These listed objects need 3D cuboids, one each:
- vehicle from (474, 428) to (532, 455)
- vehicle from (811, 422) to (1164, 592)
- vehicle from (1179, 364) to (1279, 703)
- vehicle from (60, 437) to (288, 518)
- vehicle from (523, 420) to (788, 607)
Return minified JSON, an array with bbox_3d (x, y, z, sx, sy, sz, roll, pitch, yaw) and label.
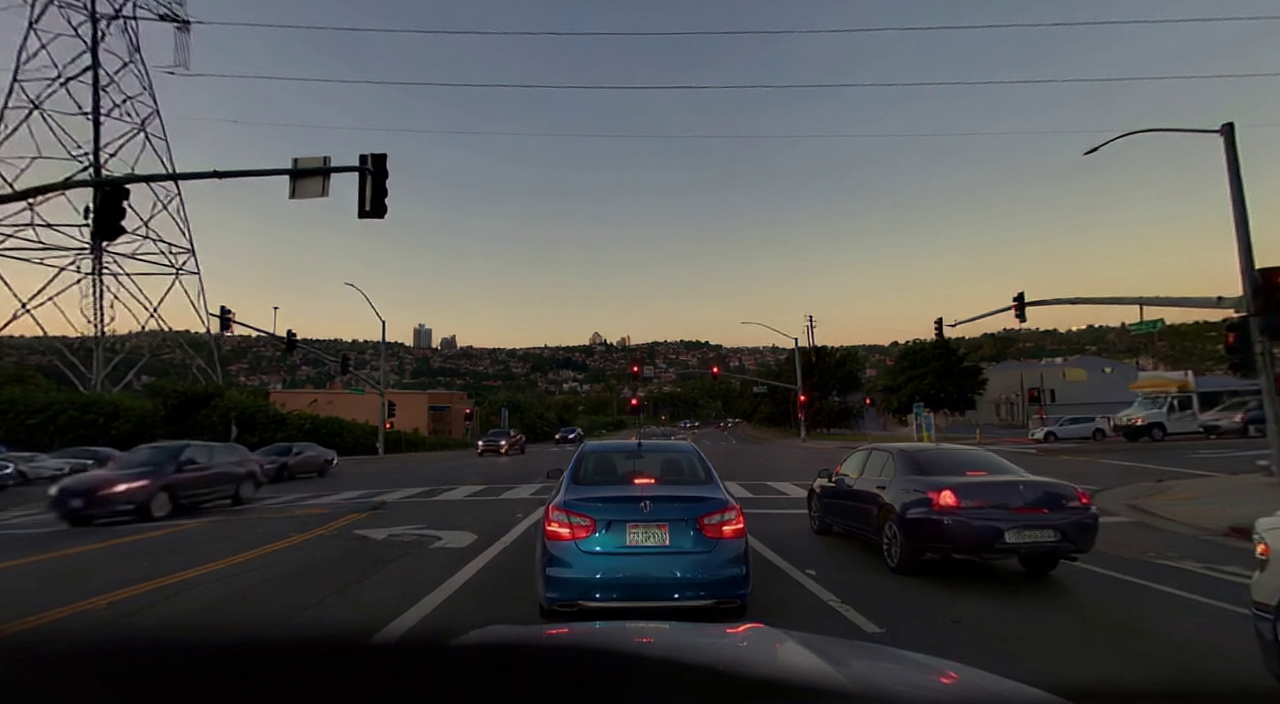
[{"bbox_3d":[-9.105,6.058,42.524,2.269,1.716,5.700,-1,-8,4],"label":"vehicle"},{"bbox_3d":[3.651,1.682,7.720,1.835,1.473,4.190,0,-8,-2],"label":"vehicle"},{"bbox_3d":[3.409,0.588,0.625,1.926,1.614,4.330,0,-8,1],"label":"vehicle"},{"bbox_3d":[-10.181,2.729,14.284,1.910,1.537,4.123,-1,-8,2],"label":"vehicle"},{"bbox_3d":[0.110,1.595,7.125,2.117,1.474,4.036,0,-8,0],"label":"vehicle"}]
